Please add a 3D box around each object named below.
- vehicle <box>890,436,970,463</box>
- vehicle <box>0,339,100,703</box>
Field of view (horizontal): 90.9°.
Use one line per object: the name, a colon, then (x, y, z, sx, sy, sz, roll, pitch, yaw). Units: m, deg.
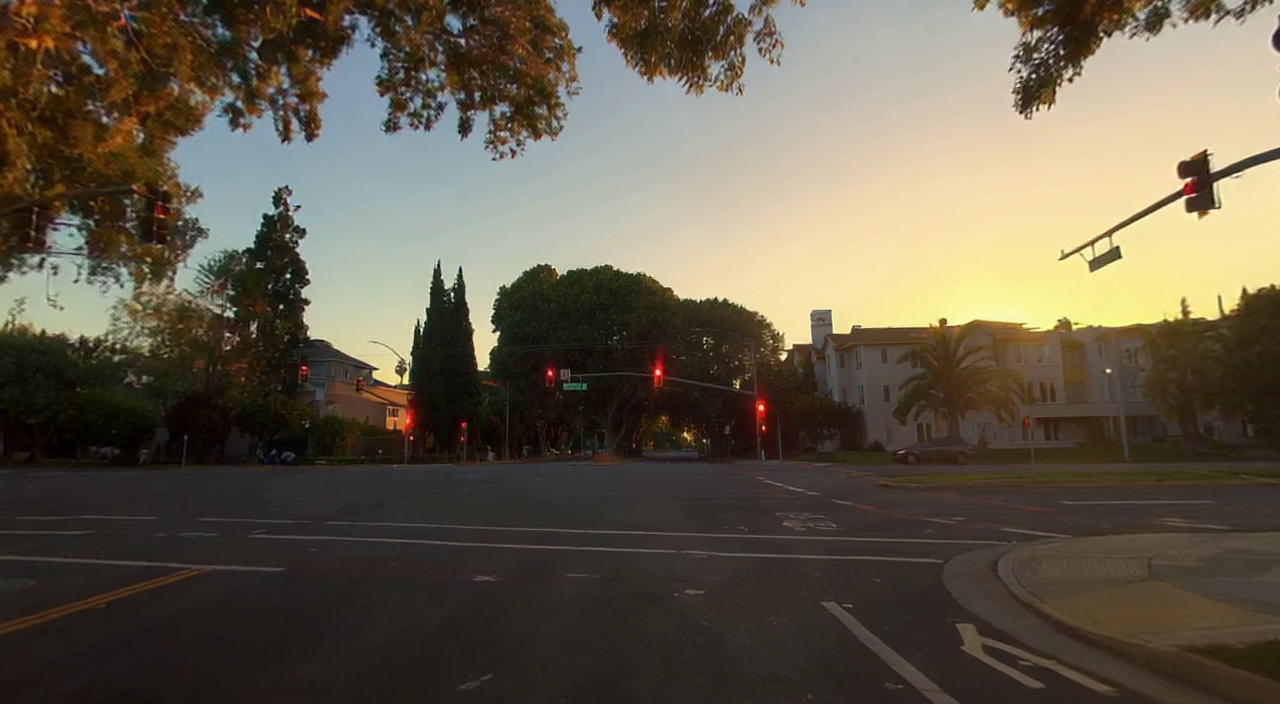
vehicle: (16.274, 5.499, 35.533, 3.952, 1.468, 1.768, -4, -9, 22)
vehicle: (-3.266, 0.533, 0.407, 1.954, 1.689, 4.347, 0, -8, 0)
